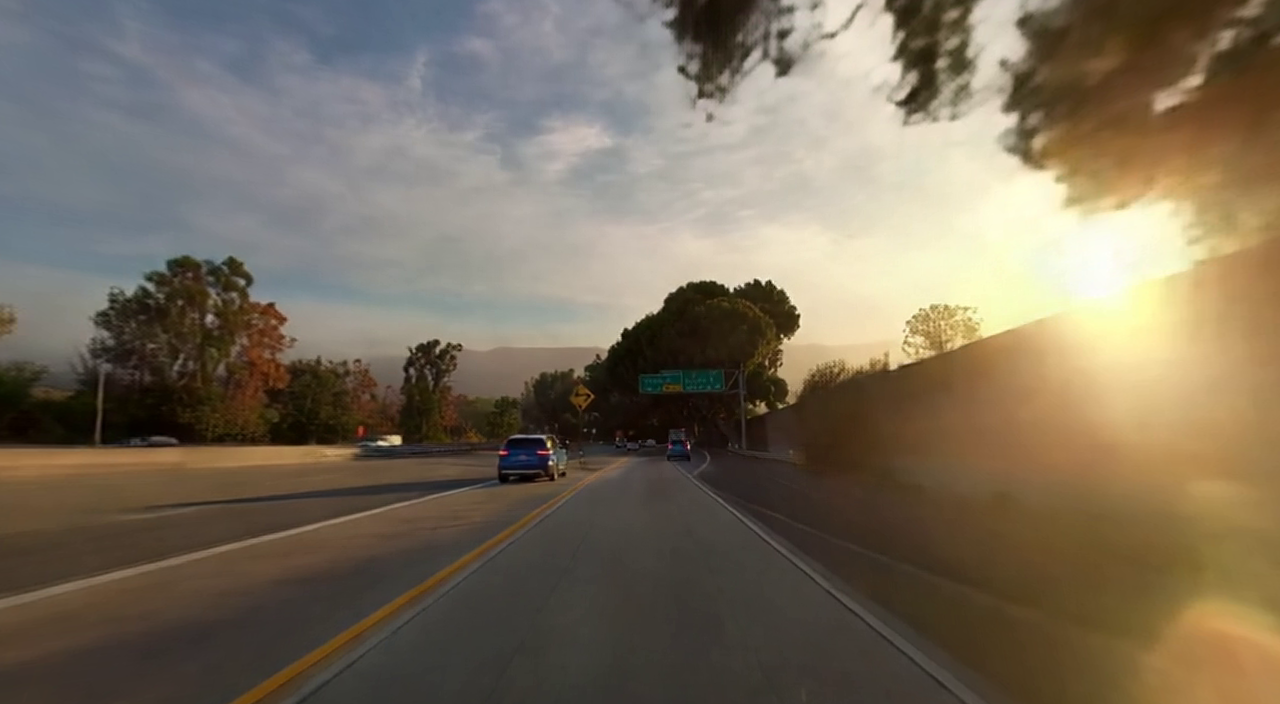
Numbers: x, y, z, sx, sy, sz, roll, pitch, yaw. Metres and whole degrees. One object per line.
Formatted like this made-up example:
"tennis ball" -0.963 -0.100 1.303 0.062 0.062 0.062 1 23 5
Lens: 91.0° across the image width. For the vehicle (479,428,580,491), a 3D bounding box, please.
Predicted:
"vehicle" -3.282 3.333 19.830 2.151 1.707 4.759 0 -9 2
